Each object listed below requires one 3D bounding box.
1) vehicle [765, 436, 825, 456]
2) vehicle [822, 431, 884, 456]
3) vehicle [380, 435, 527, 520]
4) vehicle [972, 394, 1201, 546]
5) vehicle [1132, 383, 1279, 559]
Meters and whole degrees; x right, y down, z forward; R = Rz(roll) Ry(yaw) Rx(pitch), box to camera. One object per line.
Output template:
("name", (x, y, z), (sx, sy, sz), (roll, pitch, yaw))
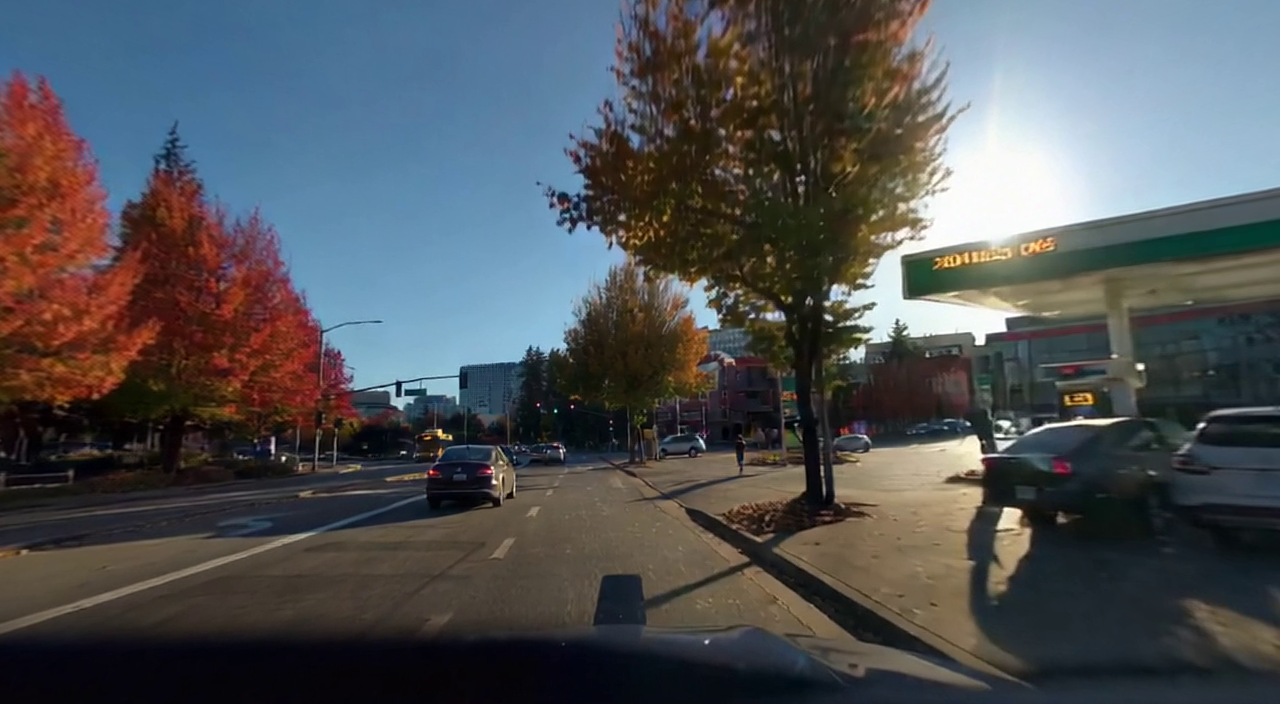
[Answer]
("vehicle", (12.225, 7.446, 49.576), (4.064, 1.507, 2.078), (1, -9, -5))
("vehicle", (16.951, 7.276, 49.894), (4.172, 1.687, 1.773), (-3, -8, -6))
("vehicle", (-3.706, 2.567, 13.301), (2.092, 1.507, 4.078), (0, -9, -4))
("vehicle", (6.743, 1.559, 9.309), (4.030, 1.709, 1.840), (3, -9, -43))
("vehicle", (7.591, 1.322, 7.327), (4.481, 1.610, 2.048), (8, -12, -42))
